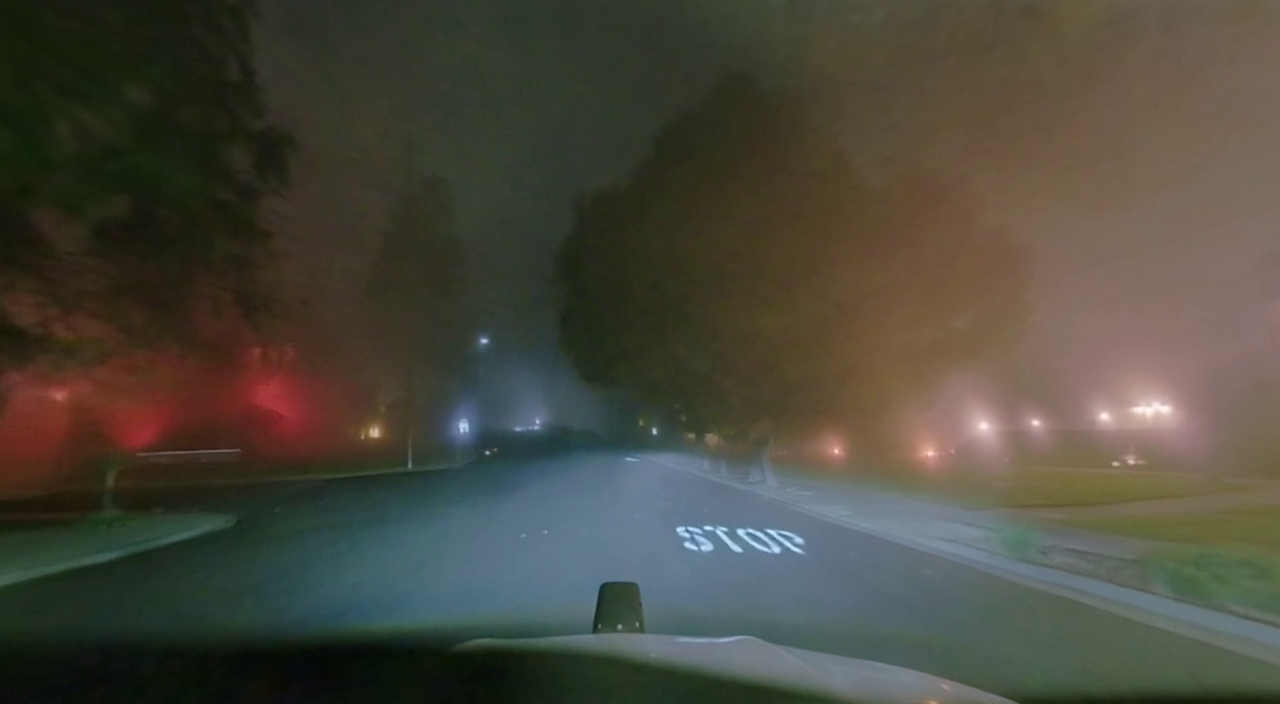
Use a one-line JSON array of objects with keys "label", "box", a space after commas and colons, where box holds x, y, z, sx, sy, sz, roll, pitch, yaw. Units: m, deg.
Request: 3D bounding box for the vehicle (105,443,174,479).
[{"label": "vehicle", "box": [-25.072, 5.445, 31.811, 1.883, 1.687, 3.908, 4, -9, -27]}]

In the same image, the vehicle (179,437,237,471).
[{"label": "vehicle", "box": [-24.492, 5.768, 35.985, 1.973, 1.787, 5.045, 4, -9, -27]}]

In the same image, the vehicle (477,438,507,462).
[{"label": "vehicle", "box": [-10.731, 7.092, 45.816, 1.994, 1.656, 4.334, 2, -9, -12]}]
